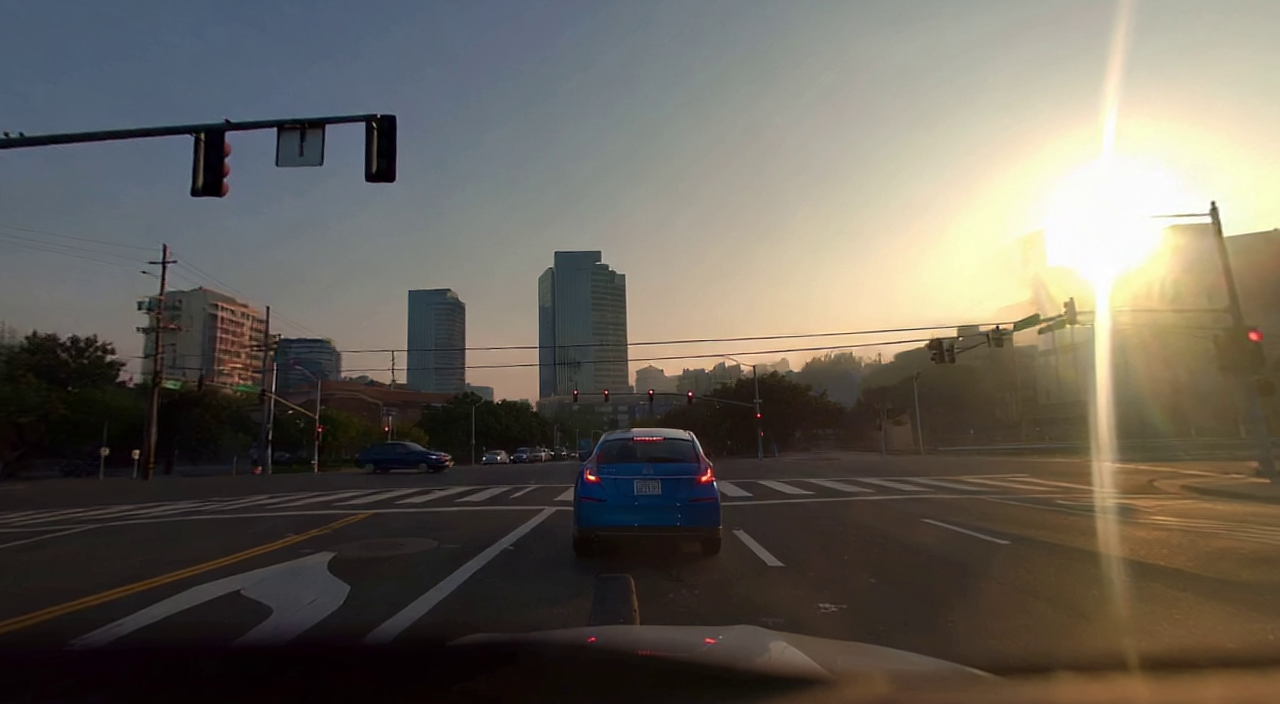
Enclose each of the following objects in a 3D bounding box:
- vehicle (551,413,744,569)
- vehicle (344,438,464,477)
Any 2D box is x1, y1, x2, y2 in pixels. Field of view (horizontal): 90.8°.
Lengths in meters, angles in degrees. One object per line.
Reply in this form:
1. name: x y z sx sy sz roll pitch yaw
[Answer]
1. vehicle: 0.035 1.758 8.711 2.027 1.626 3.942 0 -8 -1
2. vehicle: -12.016 5.445 32.423 5.247 1.889 2.050 0 -11 2
